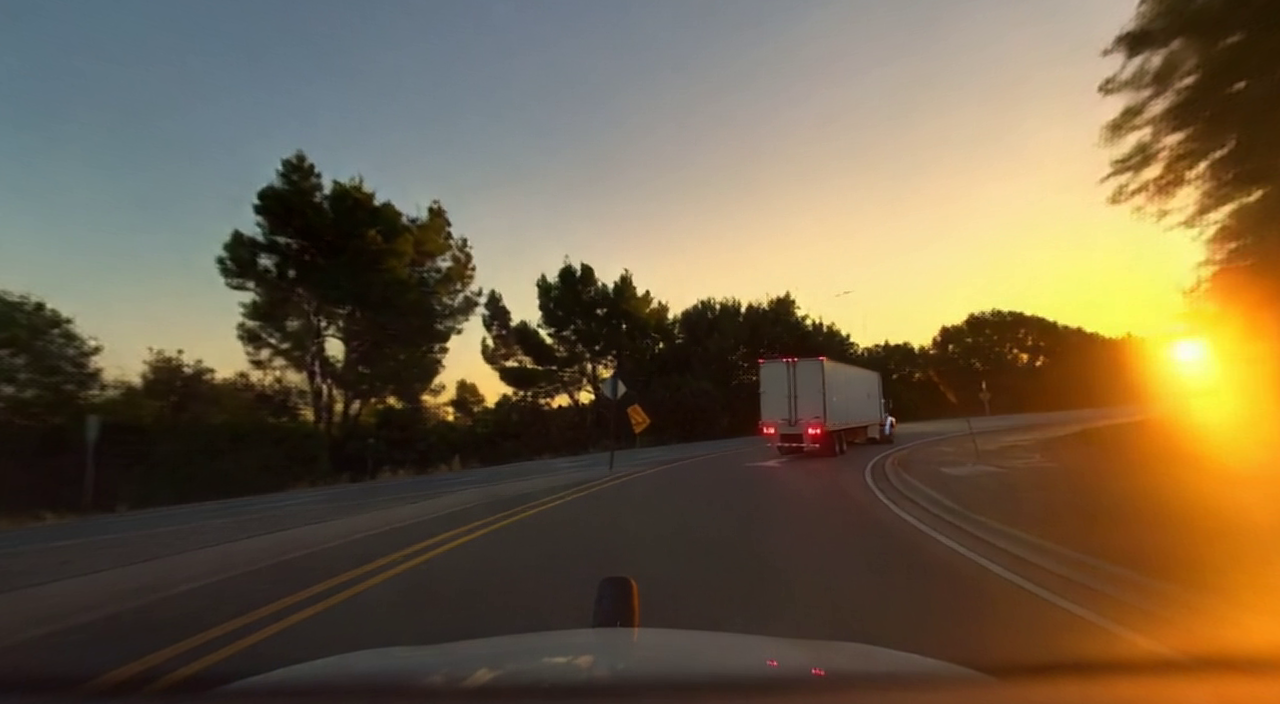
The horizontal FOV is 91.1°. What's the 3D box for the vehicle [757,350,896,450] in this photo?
[{"bbox_3d":[8.839,2.479,28.554,2.837,3.712,10.484,-6,-10,34],"label":"vehicle"}]
